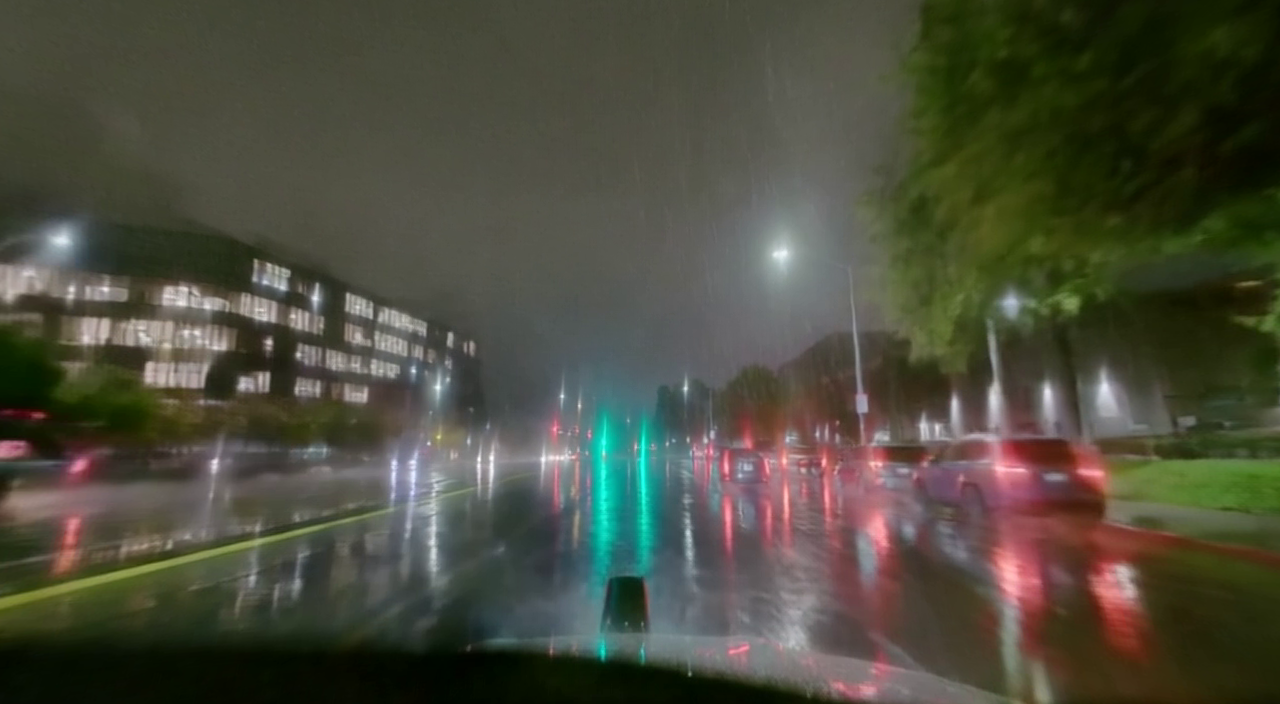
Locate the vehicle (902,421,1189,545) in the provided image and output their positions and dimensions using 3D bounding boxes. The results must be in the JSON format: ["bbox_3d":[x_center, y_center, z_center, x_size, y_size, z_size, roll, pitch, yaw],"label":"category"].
[{"bbox_3d":[6.835,2.250,11.513,2.023,1.758,4.795,0,-9,0],"label":"vehicle"}]

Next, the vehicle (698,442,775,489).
[{"bbox_3d":[3.285,3.953,22.382,1.990,1.486,4.431,0,-9,0],"label":"vehicle"}]

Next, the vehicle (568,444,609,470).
[{"bbox_3d":[-3.049,6.370,38.364,2.082,1.467,4.379,0,-9,1],"label":"vehicle"}]

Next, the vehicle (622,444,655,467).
[{"bbox_3d":[-0.047,7.021,42.763,2.101,1.480,3.929,0,-9,1],"label":"vehicle"}]

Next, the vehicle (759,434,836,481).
[{"bbox_3d":[6.916,4.672,28.215,2.215,1.909,4.875,0,-9,1],"label":"vehicle"}]

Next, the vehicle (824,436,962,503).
[{"bbox_3d":[6.914,3.243,17.807,2.072,1.631,4.246,0,-9,-1],"label":"vehicle"}]

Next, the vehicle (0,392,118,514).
[{"bbox_3d":[-19.185,2.696,16.742,2.780,3.339,8.934,0,-9,1],"label":"vehicle"}]
